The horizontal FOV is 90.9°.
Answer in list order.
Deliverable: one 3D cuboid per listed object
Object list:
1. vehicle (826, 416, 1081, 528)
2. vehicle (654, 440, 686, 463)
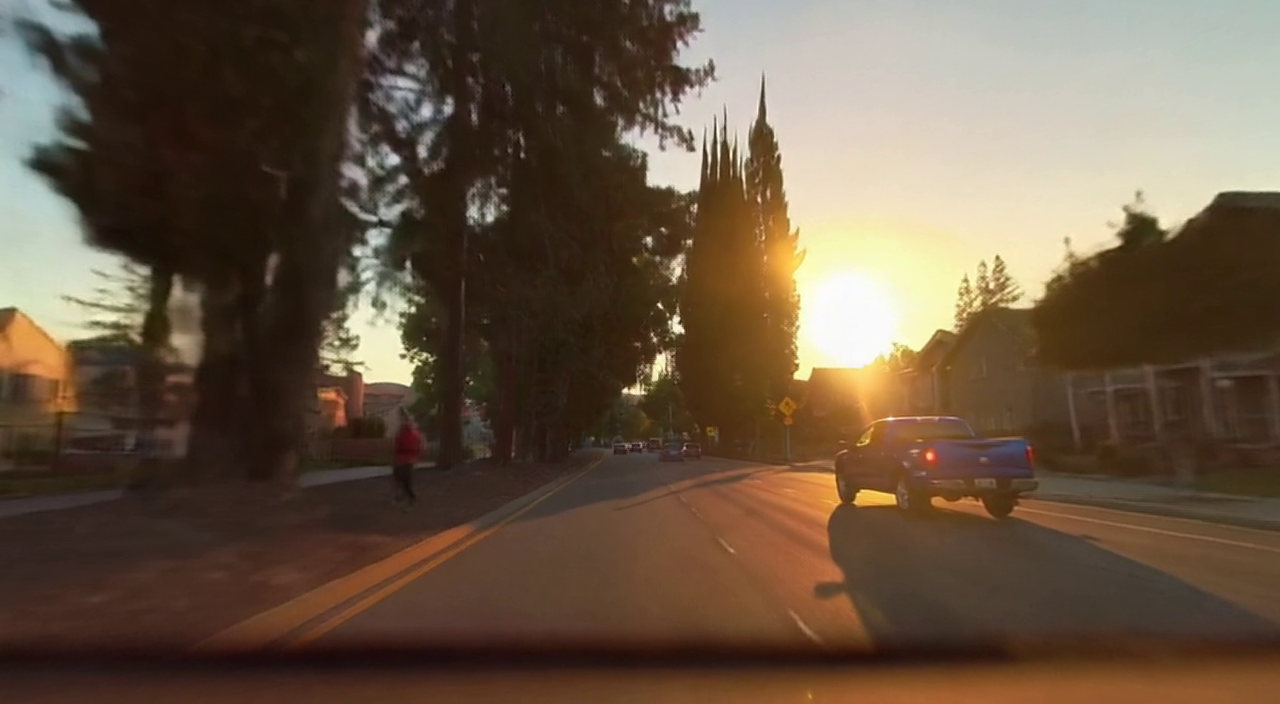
[{"bbox_3d":[5.877,2.332,12.997,2.262,1.769,5.666,0,-8,-1],"label":"vehicle"},{"bbox_3d":[2.246,7.508,47.828,2.061,1.632,4.222,1,-8,-2],"label":"vehicle"}]
